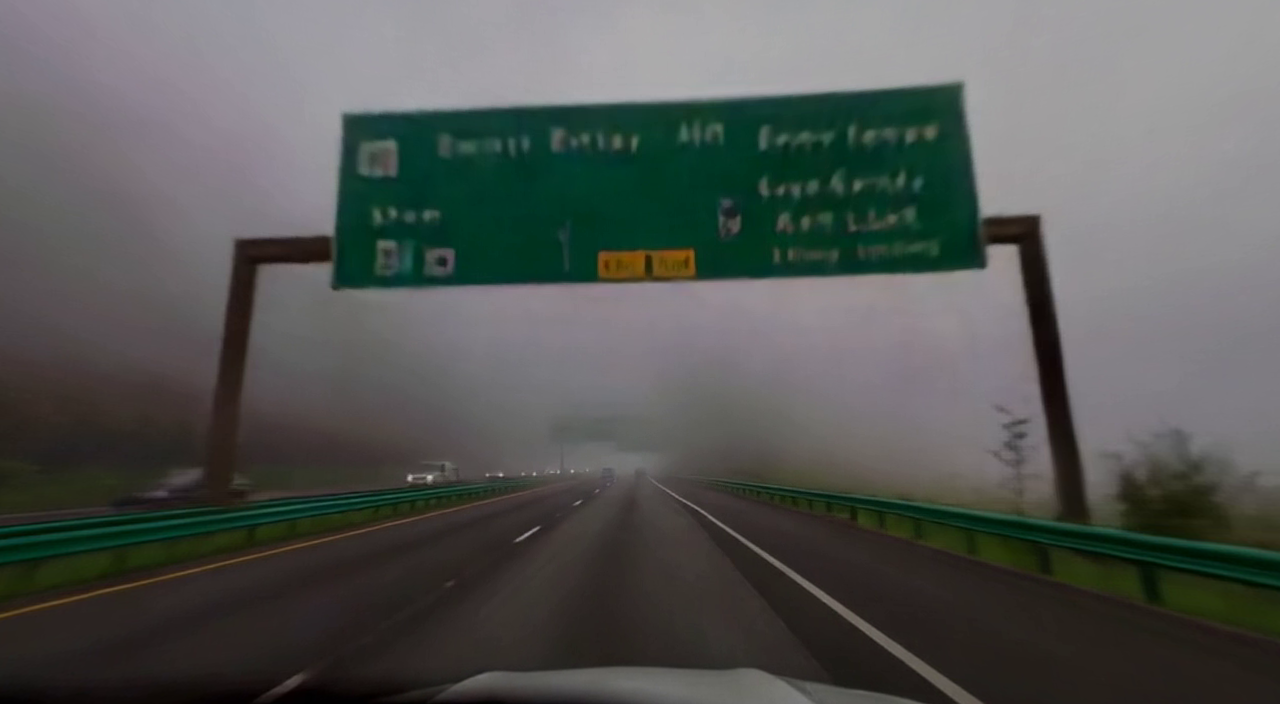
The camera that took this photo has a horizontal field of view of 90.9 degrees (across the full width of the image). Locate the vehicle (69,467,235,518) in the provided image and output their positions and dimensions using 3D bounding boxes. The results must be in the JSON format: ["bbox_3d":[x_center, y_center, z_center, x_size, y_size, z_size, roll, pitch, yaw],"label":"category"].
[{"bbox_3d":[-16.026,4.603,21.067,1.918,1.458,4.498,1,-11,0],"label":"vehicle"}]
